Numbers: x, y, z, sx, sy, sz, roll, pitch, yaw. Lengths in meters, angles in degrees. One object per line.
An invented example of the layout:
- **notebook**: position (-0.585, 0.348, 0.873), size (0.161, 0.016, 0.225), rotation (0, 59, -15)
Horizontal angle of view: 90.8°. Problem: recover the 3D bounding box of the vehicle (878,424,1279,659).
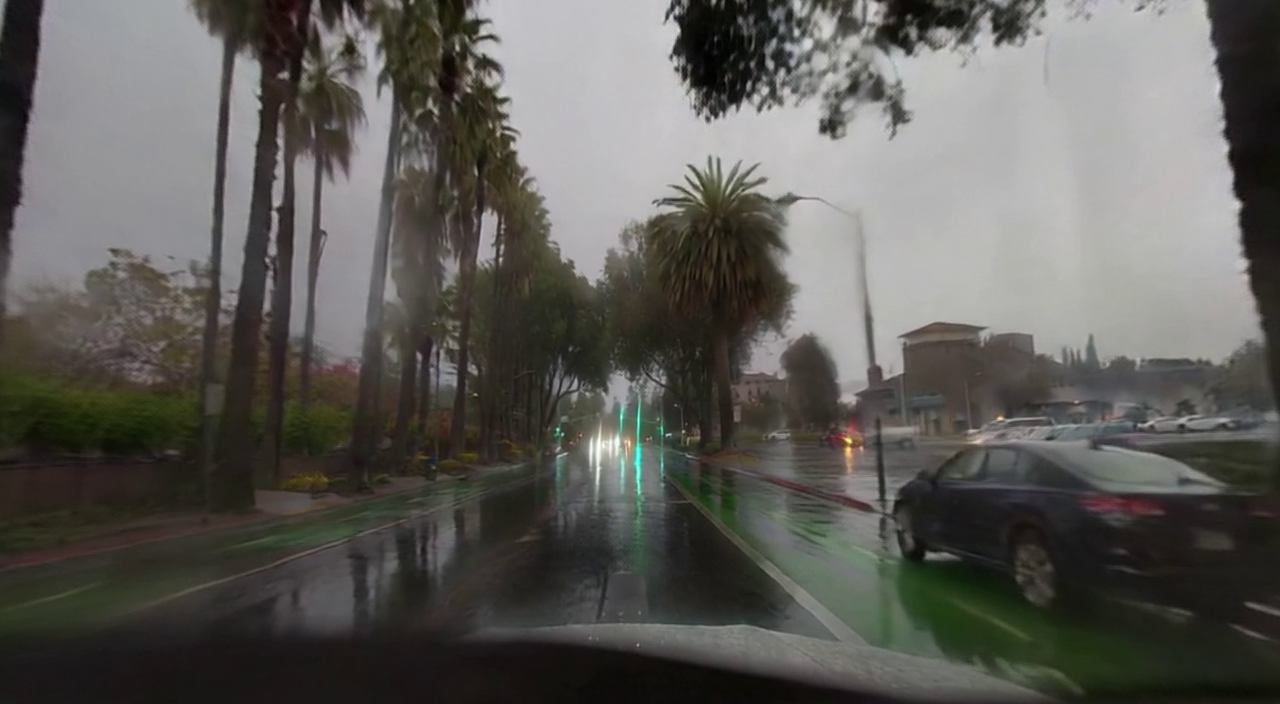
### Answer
- **vehicle**: position (4.476, 1.689, 6.804), size (1.997, 1.640, 4.494), rotation (0, -9, -1)
